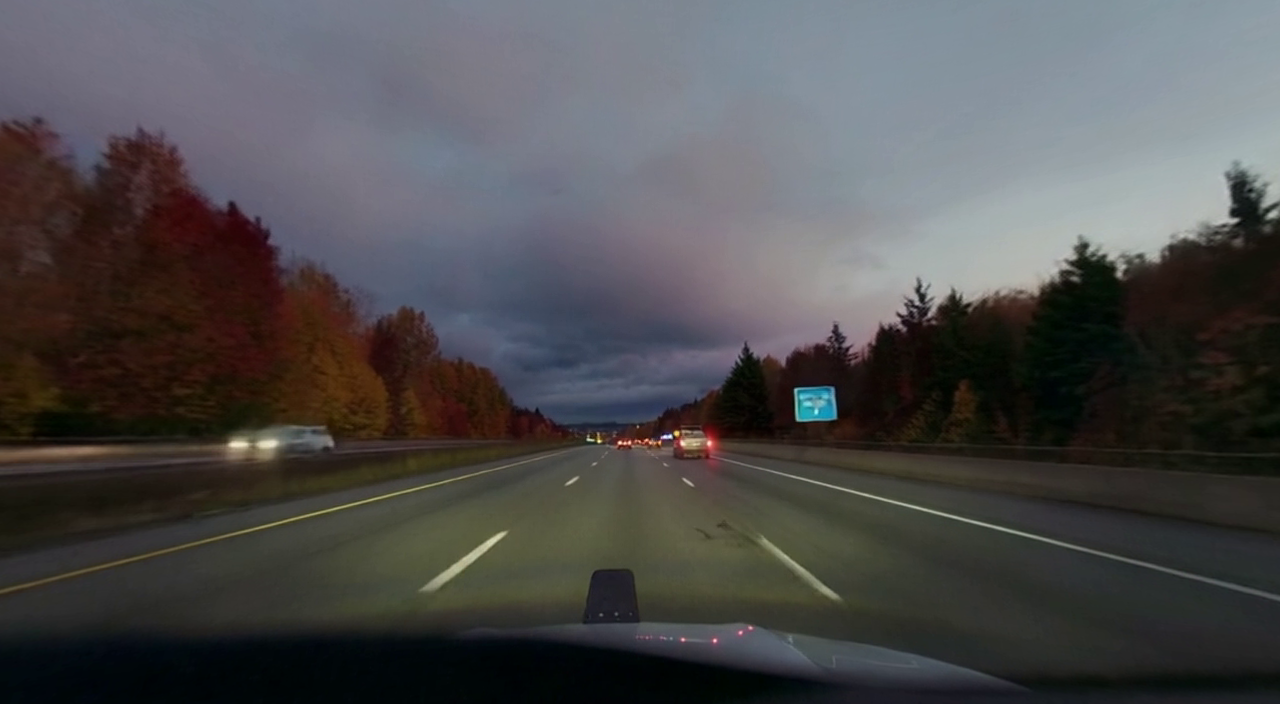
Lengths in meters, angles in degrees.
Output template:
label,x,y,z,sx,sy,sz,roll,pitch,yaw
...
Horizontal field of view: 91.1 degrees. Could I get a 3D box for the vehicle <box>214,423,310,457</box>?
label,x,y,z,sx,sy,sz,roll,pitch,yaw
vehicle,-19.997,4.679,33.587,1.934,1.639,5.343,0,-8,-1

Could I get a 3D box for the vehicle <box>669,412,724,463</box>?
label,x,y,z,sx,sy,sz,roll,pitch,yaw
vehicle,3.009,4.771,35.095,2.411,2.614,5.781,0,-8,-1
